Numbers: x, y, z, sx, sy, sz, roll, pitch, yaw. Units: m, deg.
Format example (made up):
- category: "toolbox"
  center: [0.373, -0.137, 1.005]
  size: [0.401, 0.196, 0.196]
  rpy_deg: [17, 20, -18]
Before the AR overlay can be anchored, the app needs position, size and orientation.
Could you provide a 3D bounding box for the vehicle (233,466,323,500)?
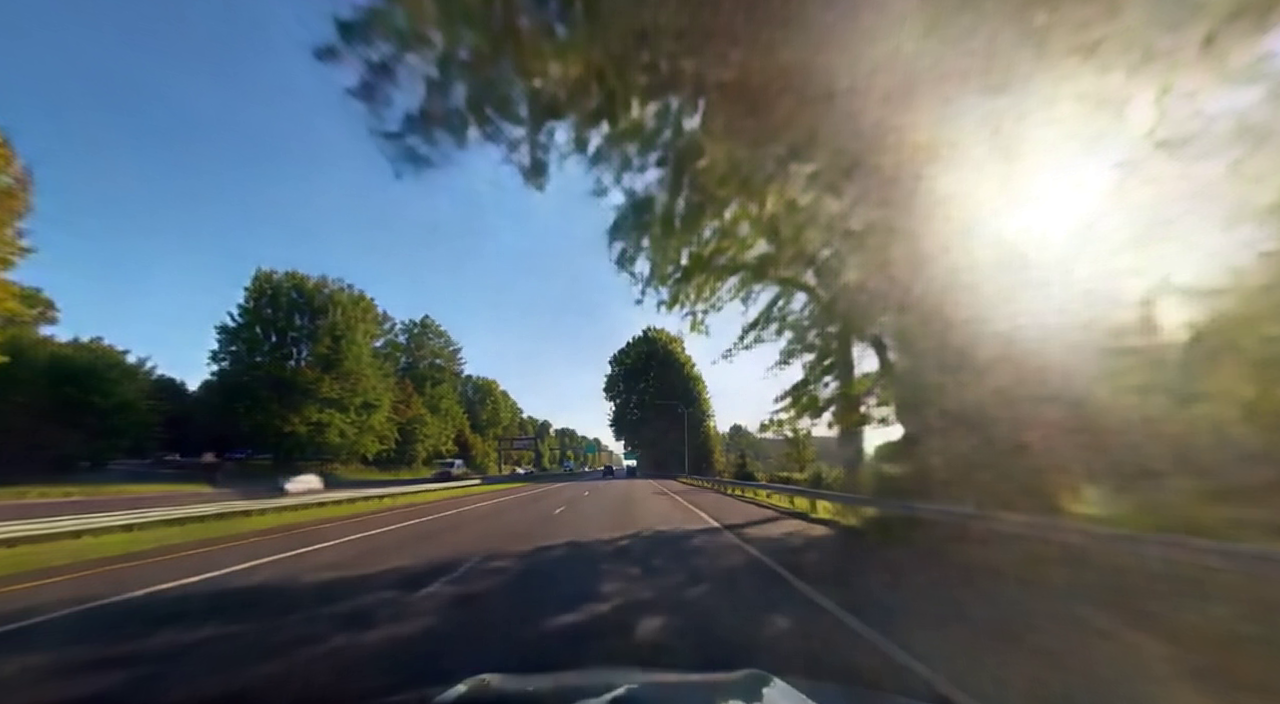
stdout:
- category: "vehicle"
  center: [-16.749, 6.073, 29.370]
  size: [1.856, 1.437, 3.849]
  rpy_deg: [1, -10, 0]
